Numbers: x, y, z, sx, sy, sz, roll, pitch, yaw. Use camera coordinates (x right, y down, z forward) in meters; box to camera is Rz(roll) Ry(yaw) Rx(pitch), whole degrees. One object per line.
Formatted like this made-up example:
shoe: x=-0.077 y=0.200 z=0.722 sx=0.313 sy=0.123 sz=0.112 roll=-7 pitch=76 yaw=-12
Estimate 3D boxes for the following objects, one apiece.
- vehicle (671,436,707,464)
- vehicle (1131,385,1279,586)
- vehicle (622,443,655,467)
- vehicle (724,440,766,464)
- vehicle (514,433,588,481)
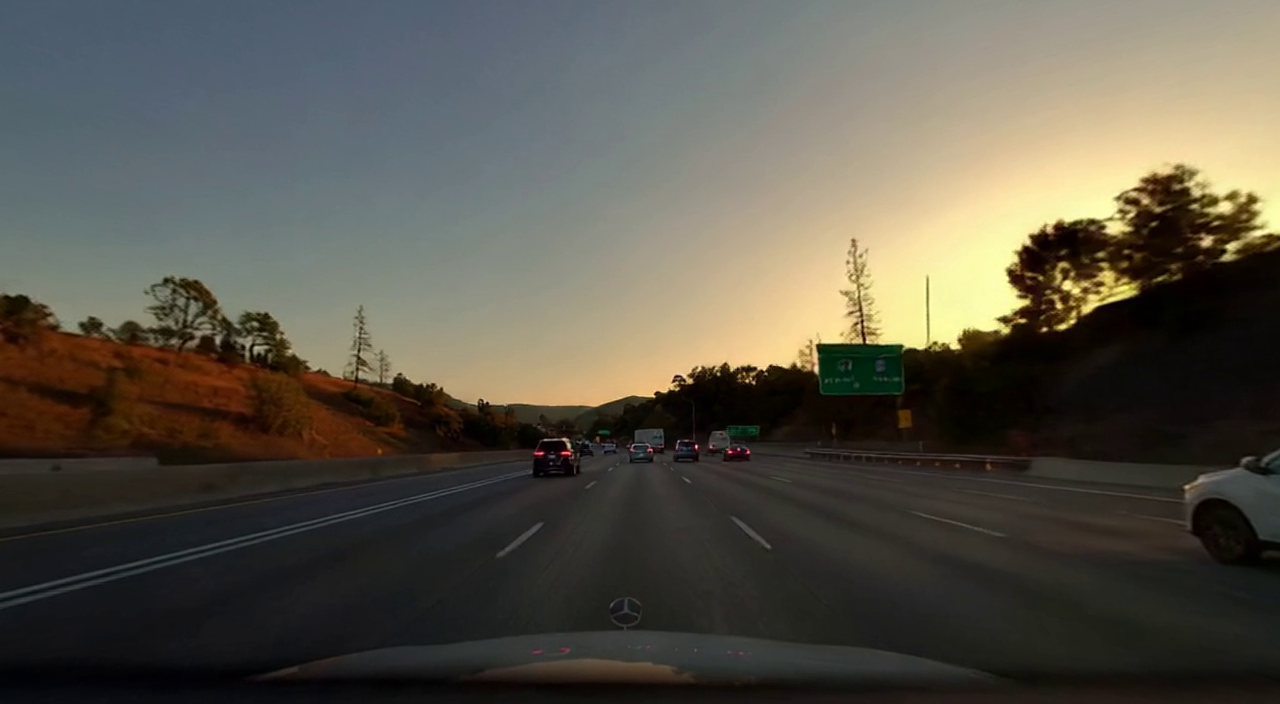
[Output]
vehicle: x=3.721 y=7.566 z=48.940 sx=2.348 sy=1.991 sz=5.460 roll=0 pitch=-8 yaw=0
vehicle: x=6.709 y=1.039 z=4.653 sx=2.123 sy=1.756 sz=4.959 roll=0 pitch=-8 yaw=0
vehicle: x=-0.086 y=6.689 z=41.089 sx=2.050 sy=1.452 sz=3.917 roll=0 pitch=-8 yaw=0
vehicle: x=7.444 y=7.155 z=45.239 sx=2.196 sy=1.659 sz=4.451 roll=0 pitch=-8 yaw=-1
vehicle: x=-3.467 y=4.227 z=25.626 sx=2.118 sy=1.750 sz=4.875 roll=-1 pitch=-8 yaw=2
